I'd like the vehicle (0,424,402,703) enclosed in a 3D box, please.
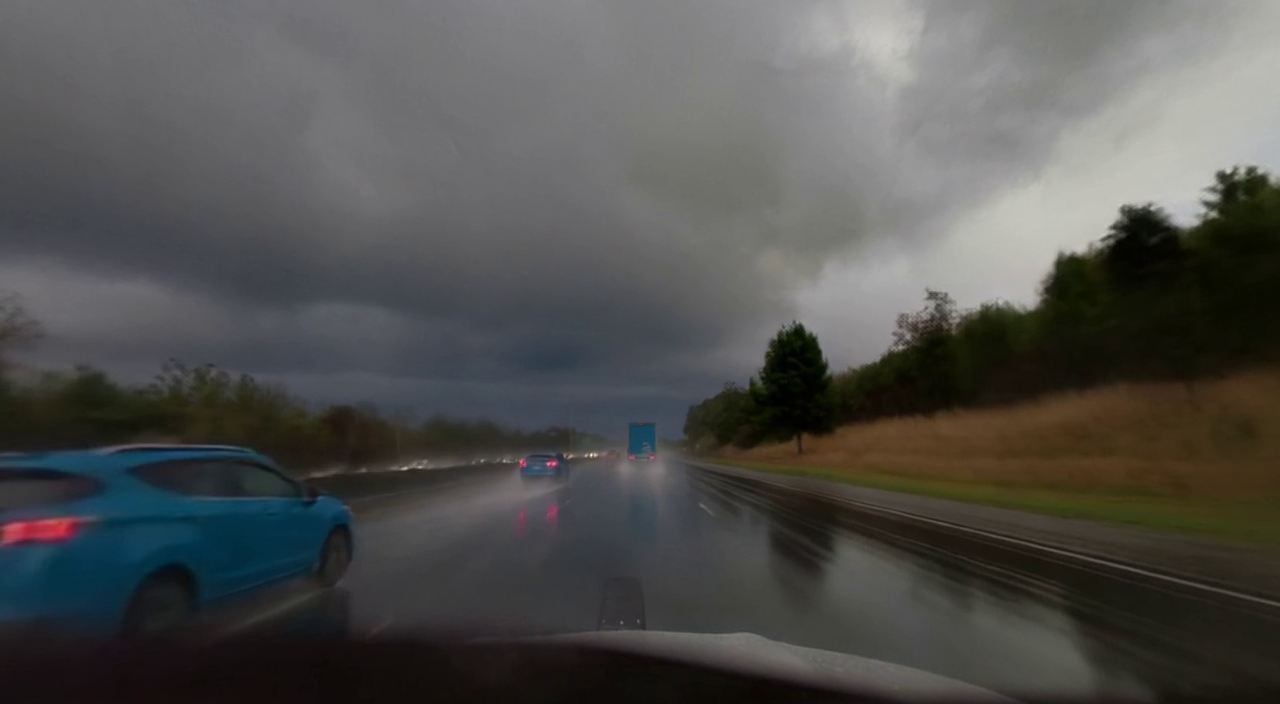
[{"bbox_3d":[-3.834,1.398,4.897,2.053,1.489,4.740,0,-9,1],"label":"vehicle"}]

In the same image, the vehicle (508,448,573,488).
[{"bbox_3d":[-4.090,4.864,26.697,2.051,1.537,4.111,0,-9,0],"label":"vehicle"}]
